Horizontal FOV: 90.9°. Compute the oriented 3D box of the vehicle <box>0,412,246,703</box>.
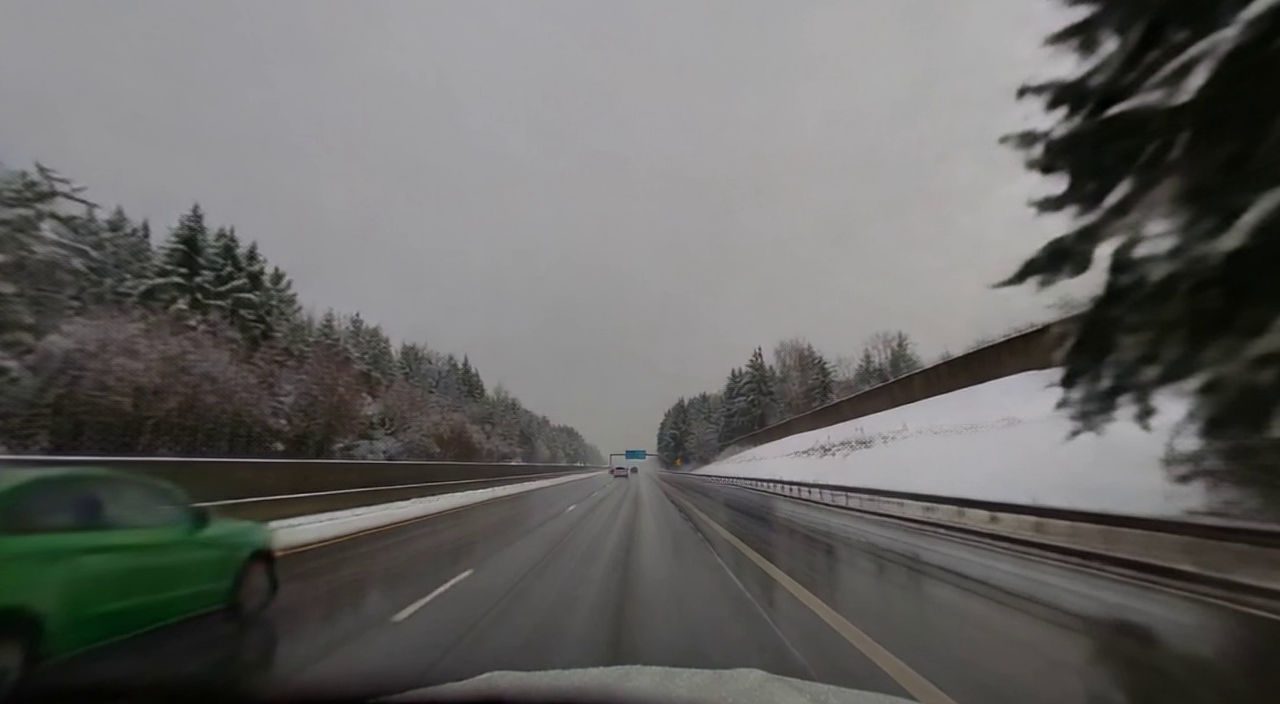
[{"bbox_3d":[-3.924,0.950,2.546,2.006,1.469,4.050,1,-10,0],"label":"vehicle"}]
